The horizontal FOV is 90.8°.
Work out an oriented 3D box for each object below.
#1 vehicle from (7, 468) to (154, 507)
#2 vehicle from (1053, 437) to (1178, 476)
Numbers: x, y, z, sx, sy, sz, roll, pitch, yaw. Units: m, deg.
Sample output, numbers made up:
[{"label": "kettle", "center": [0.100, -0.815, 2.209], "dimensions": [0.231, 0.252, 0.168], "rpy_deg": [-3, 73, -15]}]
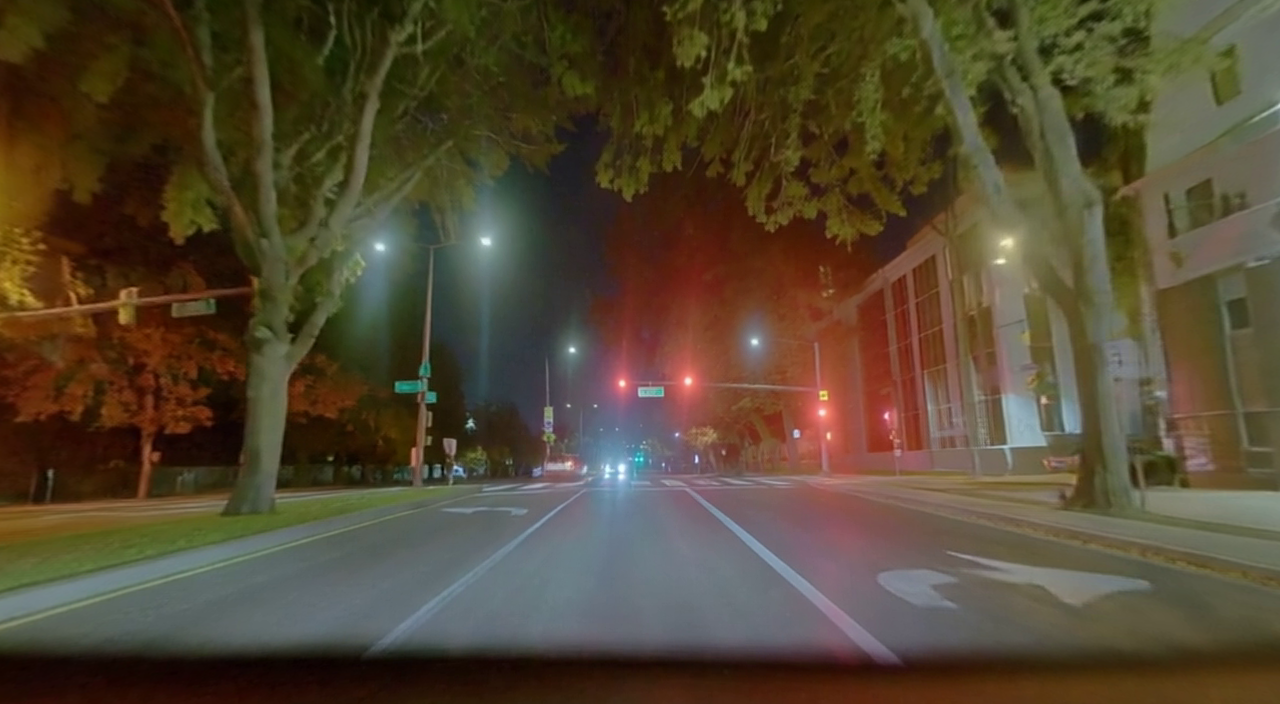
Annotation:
[{"label": "vehicle", "center": [-24.871, 6.004, 28.195], "dimensions": [4.758, 1.549, 2.194], "rpy_deg": [-1, -8, 7]}, {"label": "vehicle", "center": [21.291, 4.710, 28.440], "dimensions": [3.967, 1.636, 1.932], "rpy_deg": [-1, -9, 1]}]
